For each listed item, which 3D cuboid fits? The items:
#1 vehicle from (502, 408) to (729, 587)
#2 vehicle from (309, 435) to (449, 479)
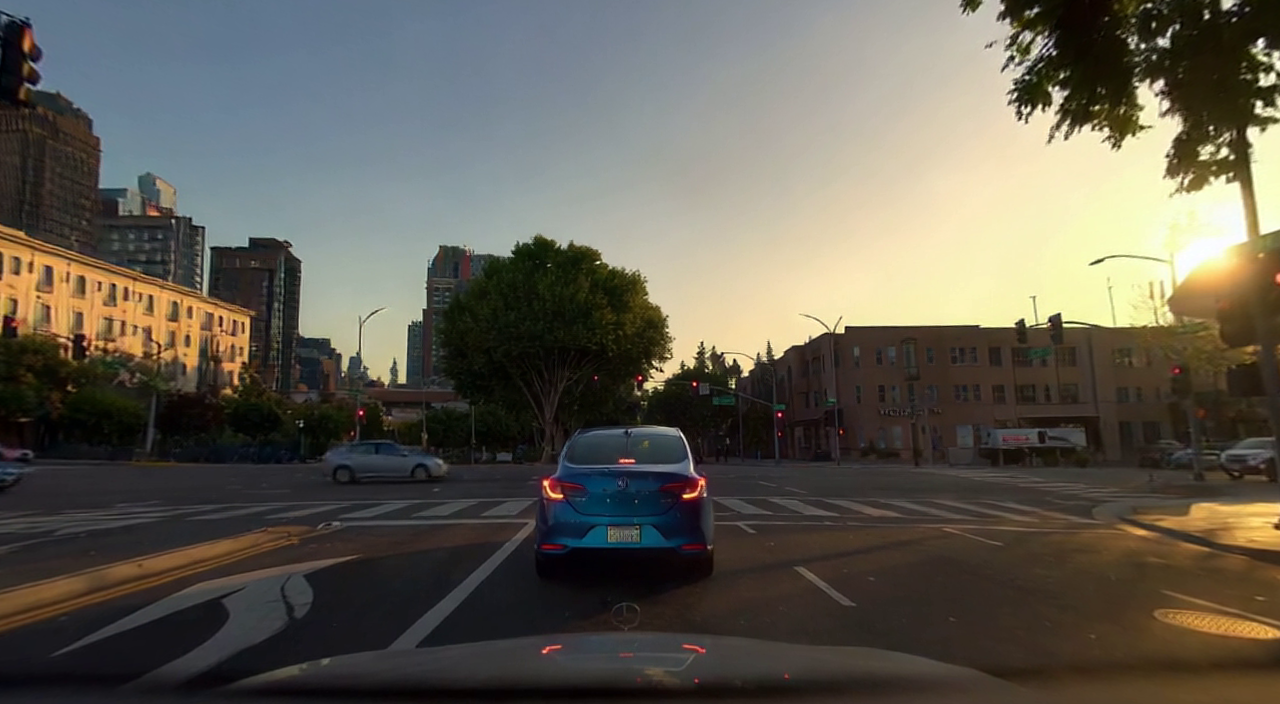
[{"bbox_3d":[-0.254,1.623,7.817,2.066,1.618,3.922,0,-8,-1],"label":"vehicle"},{"bbox_3d":[-10.771,4.383,26.404,4.912,1.731,2.022,0,-8,-1],"label":"vehicle"}]
